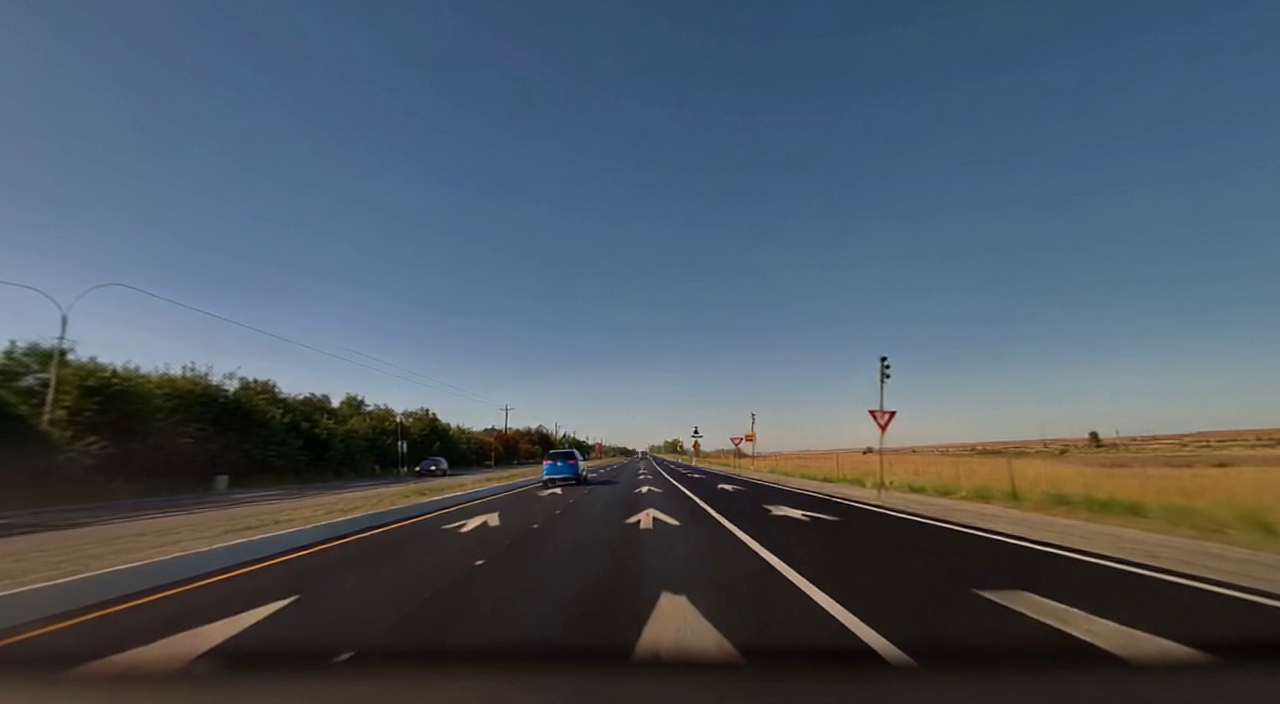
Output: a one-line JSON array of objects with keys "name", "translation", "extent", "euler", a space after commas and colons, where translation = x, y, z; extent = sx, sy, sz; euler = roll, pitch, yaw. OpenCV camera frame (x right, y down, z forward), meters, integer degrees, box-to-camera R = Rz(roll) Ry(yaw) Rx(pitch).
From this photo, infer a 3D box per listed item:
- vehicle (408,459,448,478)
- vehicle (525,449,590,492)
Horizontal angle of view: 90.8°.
[{"name": "vehicle", "translation": [-16.565, 9.096, 49.404], "extent": [1.719, 1.419, 3.715], "euler": [0, -9, 1]}, {"name": "vehicle", "translation": [-3.399, 4.968, 26.875], "extent": [2.053, 1.647, 4.252], "euler": [-1, -9, 2]}]
